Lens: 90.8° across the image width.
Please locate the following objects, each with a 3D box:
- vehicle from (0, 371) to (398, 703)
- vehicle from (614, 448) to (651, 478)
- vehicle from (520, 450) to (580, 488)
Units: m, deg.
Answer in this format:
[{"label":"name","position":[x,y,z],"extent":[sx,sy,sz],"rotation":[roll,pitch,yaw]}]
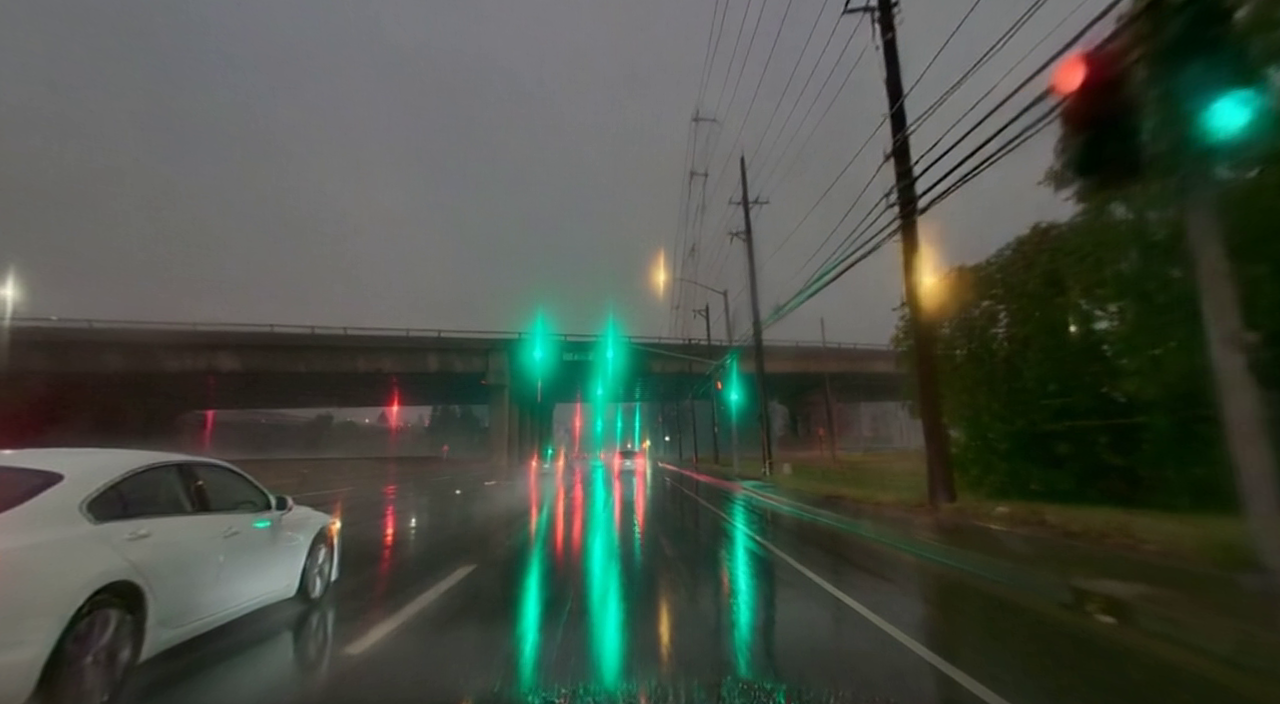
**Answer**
[{"label":"vehicle","position":[-3.504,1.200,4.402],"extent":[1.925,1.666,4.271],"rotation":[0,-8,0]},{"label":"vehicle","position":[-0.443,6.328,36.221],"extent":[1.985,1.565,3.968],"rotation":[0,-8,-1]},{"label":"vehicle","position":[-3.778,4.976,27.167],"extent":[1.946,1.437,4.154],"rotation":[0,-8,0]}]
